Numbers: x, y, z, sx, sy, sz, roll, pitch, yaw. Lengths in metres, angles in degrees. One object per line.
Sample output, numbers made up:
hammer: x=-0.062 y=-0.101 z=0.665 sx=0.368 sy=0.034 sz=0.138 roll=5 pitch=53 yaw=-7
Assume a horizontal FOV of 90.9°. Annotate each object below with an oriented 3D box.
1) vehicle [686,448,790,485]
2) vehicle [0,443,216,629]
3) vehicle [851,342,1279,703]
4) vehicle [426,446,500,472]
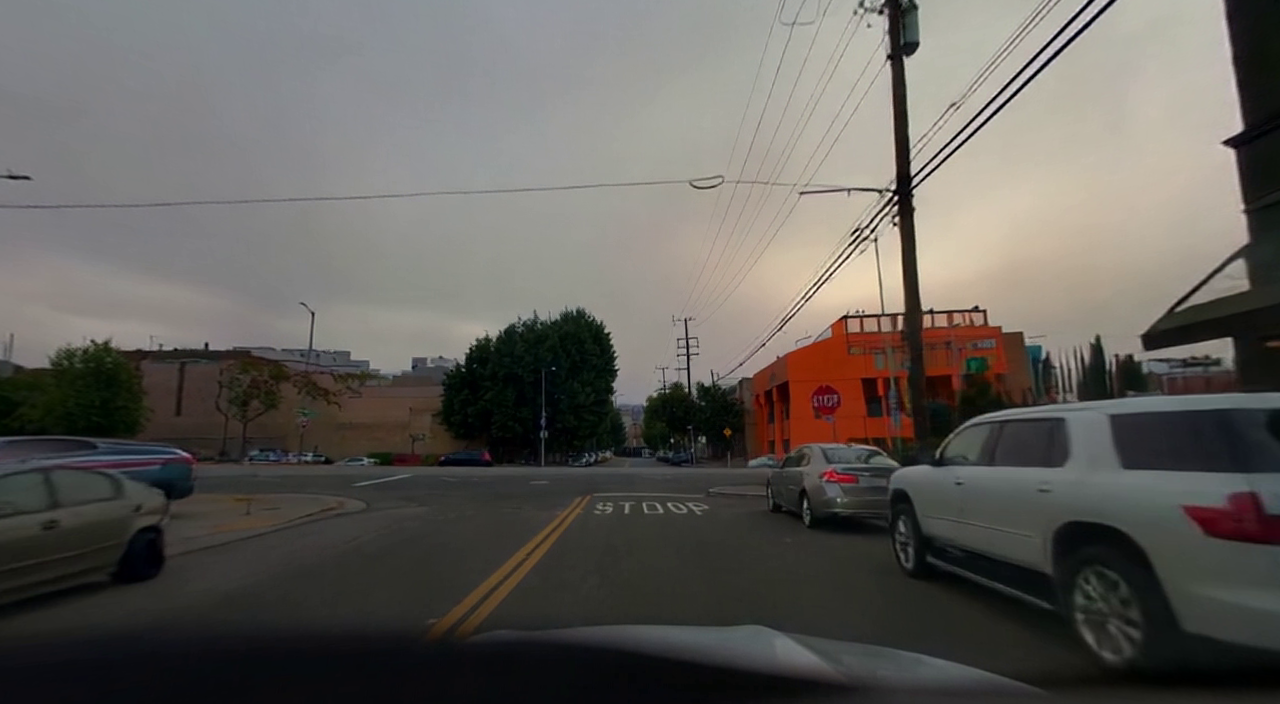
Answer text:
vehicle: x=4.378 y=4.964 z=27.685 sx=4.645 sy=1.464 sz=2.033 roll=8 pitch=-12 yaw=-42
vehicle: x=-6.084 y=1.589 z=5.758 sx=1.820 sy=1.482 sz=3.737 roll=0 pitch=-9 yaw=-1
vehicle: x=3.706 y=1.223 z=5.161 sx=2.178 sy=1.856 sz=4.756 roll=2 pitch=-7 yaw=-3
vehicle: x=-12.637 y=7.670 z=45.189 sx=4.689 sy=1.803 sz=1.958 roll=0 pitch=-9 yaw=-2
